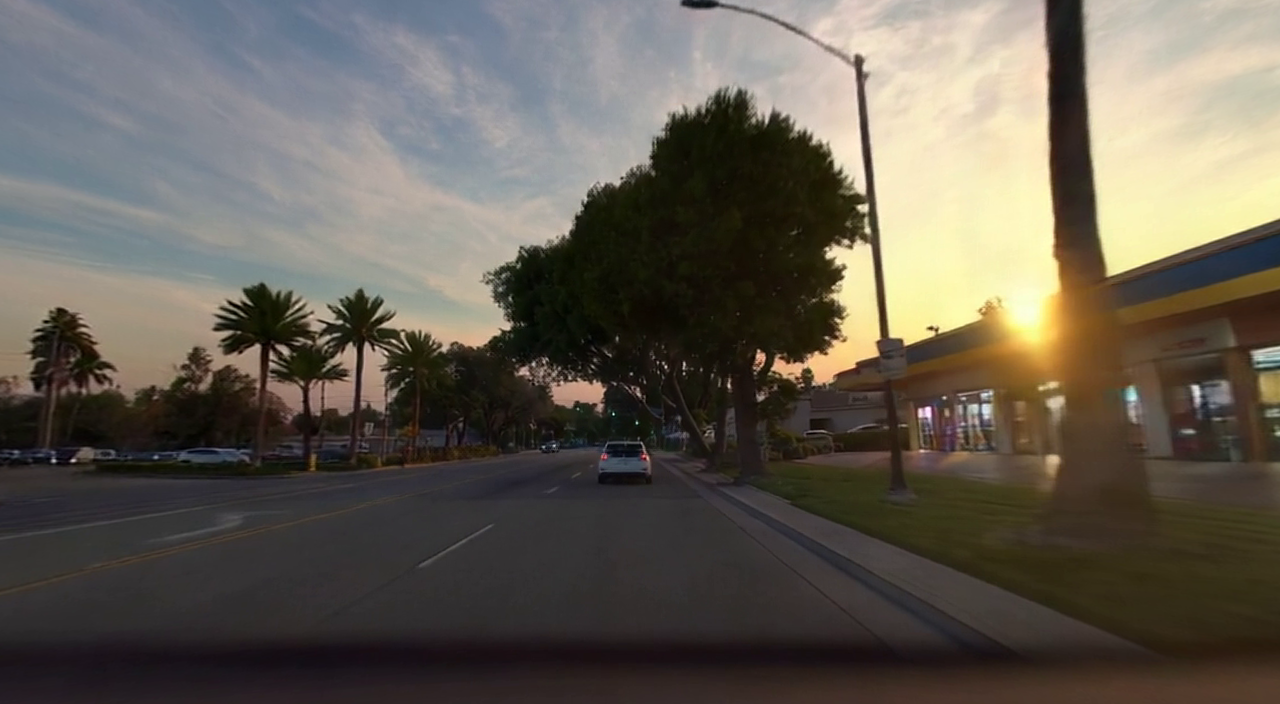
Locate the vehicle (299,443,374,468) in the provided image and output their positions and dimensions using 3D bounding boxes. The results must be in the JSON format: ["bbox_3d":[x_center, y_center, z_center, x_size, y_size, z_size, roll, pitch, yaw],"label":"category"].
[{"bbox_3d":[-23.244,7.871,48.349,5.293,1.771,2.194,-4,-9,25],"label":"vehicle"}]

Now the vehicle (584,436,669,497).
[{"bbox_3d":[-0.344,3.118,17.629,2.076,1.486,4.119,0,-8,-1],"label":"vehicle"}]

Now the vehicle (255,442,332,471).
[{"bbox_3d":[-23.057,6.949,42.009,4.573,1.725,2.054,-5,-7,23],"label":"vehicle"}]

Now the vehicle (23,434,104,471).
[{"bbox_3d":[-39.806,6.911,43.517,7.230,2.299,2.770,-7,-10,37],"label":"vehicle"}]
